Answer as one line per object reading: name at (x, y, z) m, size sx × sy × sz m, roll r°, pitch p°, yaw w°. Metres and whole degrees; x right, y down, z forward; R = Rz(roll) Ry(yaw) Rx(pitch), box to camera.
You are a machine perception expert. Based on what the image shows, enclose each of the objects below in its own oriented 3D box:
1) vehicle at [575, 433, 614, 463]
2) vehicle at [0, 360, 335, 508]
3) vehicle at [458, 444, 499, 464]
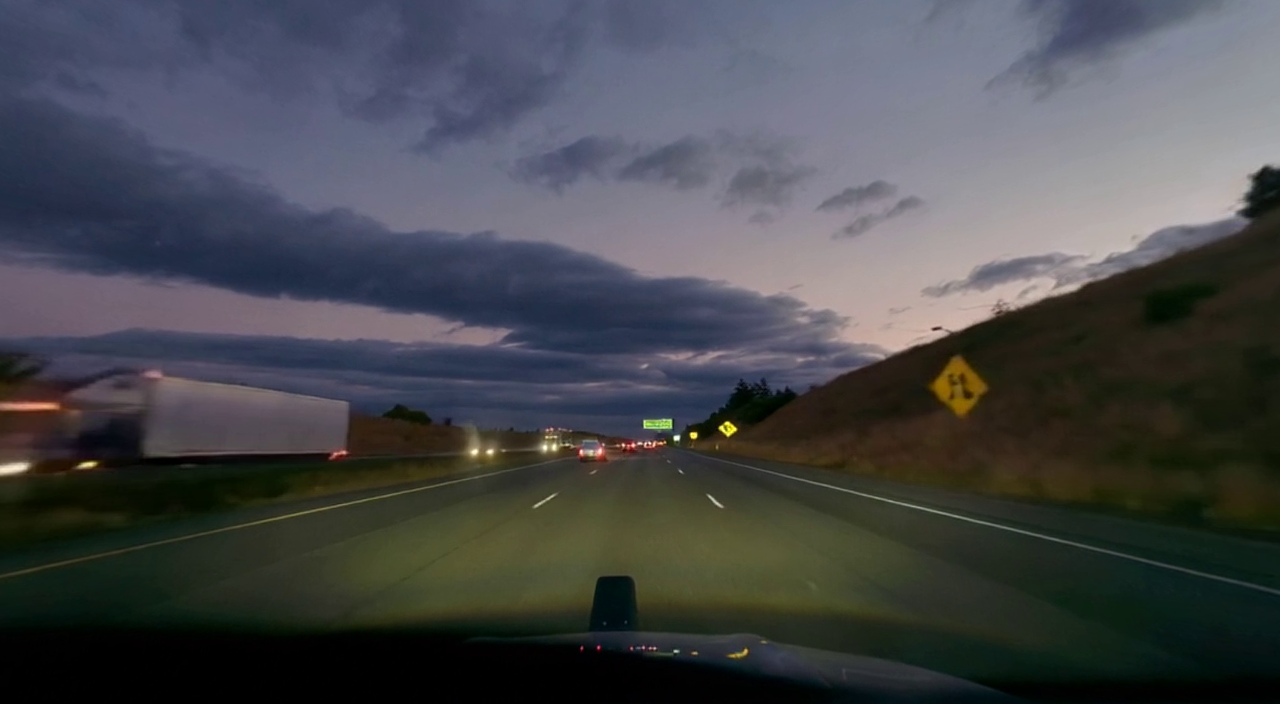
vehicle at (-3.094, 6.694, 43.947) m, size 2.286 × 2.011 × 4.452 m, roll 0°, pitch -8°, yaw 1°
vehicle at (-17.290, 3.313, 24.654) m, size 2.974 × 3.996 × 15.157 m, roll 0°, pitch -8°, yaw 0°
vehicle at (-12.534, 7.904, 48.970) m, size 1.911 × 1.515 × 4.508 m, roll 0°, pitch -8°, yaw 1°
